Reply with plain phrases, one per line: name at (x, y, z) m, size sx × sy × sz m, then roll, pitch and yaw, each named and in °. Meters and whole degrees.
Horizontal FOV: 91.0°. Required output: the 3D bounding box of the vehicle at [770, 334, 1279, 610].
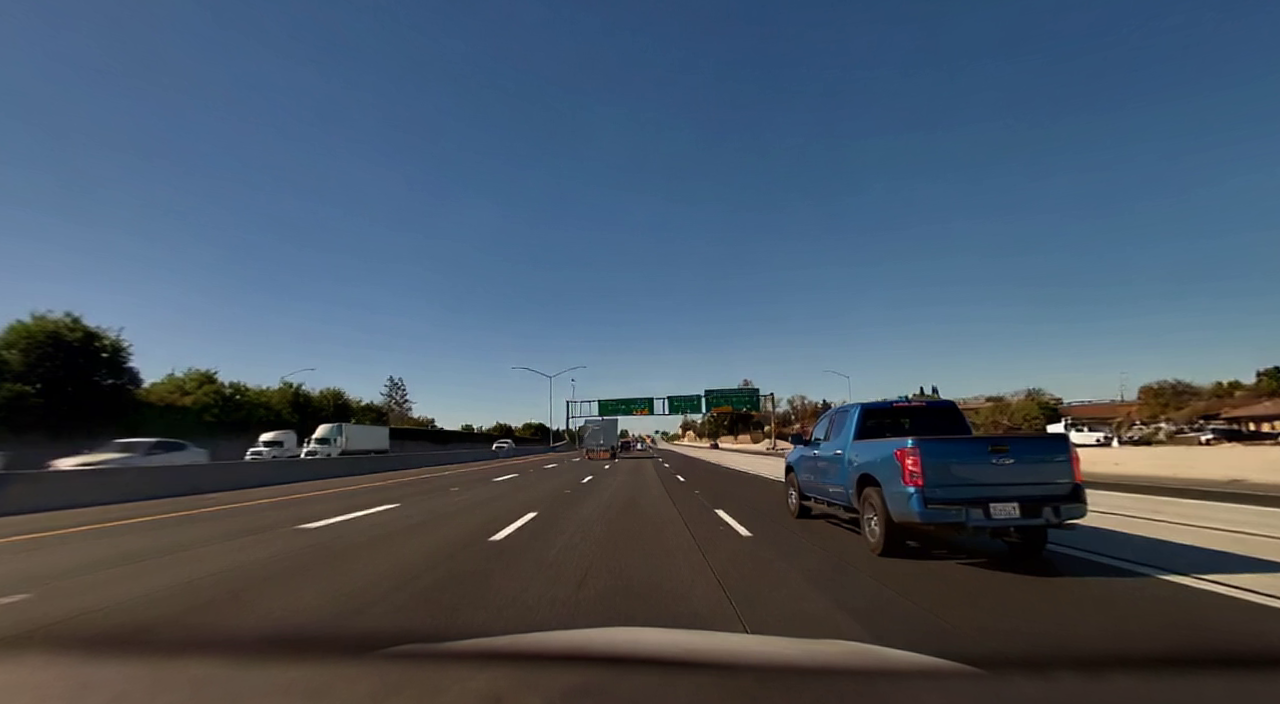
vehicle at (3.588, 1.356, 7.875) m, size 2.593 × 2.110 × 6.016 m, roll 0°, pitch -9°, yaw 0°

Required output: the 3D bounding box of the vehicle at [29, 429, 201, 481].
vehicle at (-19.014, 3.776, 23.229) m, size 1.980 × 1.681 × 5.015 m, roll 0°, pitch -9°, yaw 1°
